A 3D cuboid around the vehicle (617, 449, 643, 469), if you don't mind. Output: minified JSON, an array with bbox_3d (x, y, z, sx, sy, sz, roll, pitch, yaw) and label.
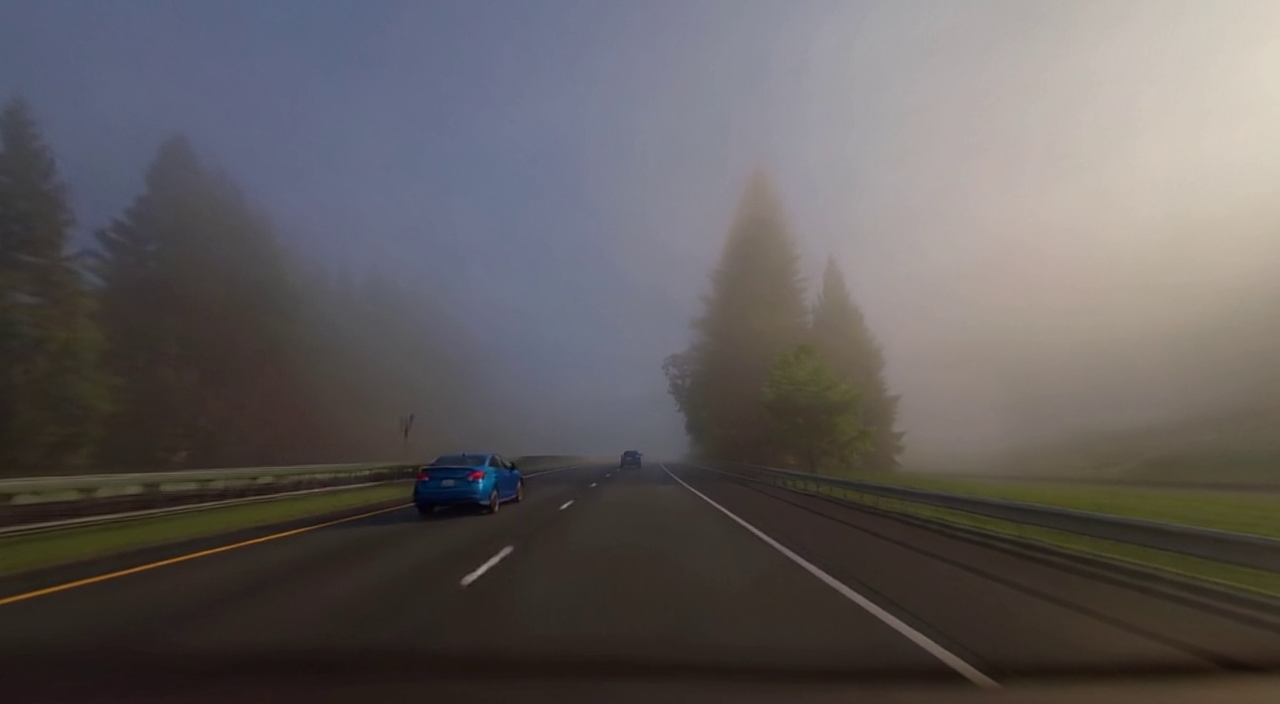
[{"bbox_3d":[-0.724,8.315,49.244,1.917,1.450,3.997,0,-9,1],"label":"vehicle"}]

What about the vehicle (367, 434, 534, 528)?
[{"bbox_3d":[-3.595,2.525,12.876,2.088,1.586,4.000,0,-9,1],"label":"vehicle"}]
